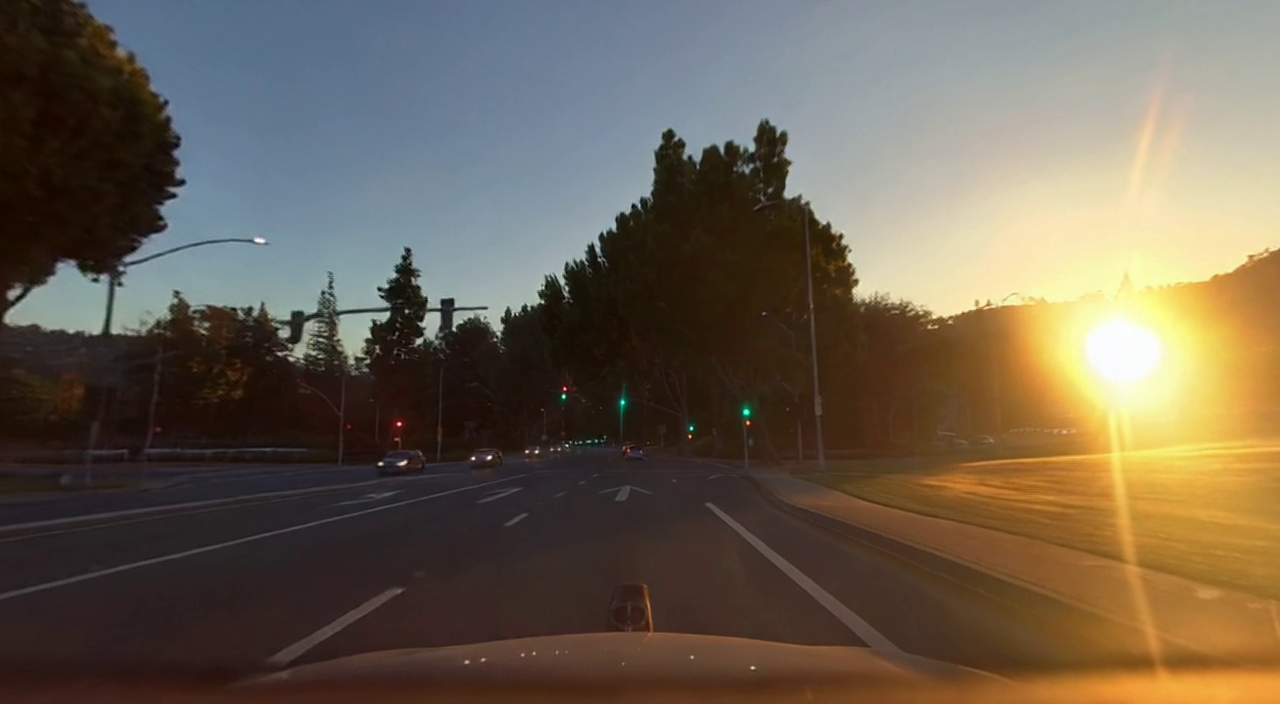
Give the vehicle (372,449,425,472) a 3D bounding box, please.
[{"bbox_3d":[-16.538,7.426,43.401,1.818,1.384,4.874,0,-8,-2],"label":"vehicle"}]
